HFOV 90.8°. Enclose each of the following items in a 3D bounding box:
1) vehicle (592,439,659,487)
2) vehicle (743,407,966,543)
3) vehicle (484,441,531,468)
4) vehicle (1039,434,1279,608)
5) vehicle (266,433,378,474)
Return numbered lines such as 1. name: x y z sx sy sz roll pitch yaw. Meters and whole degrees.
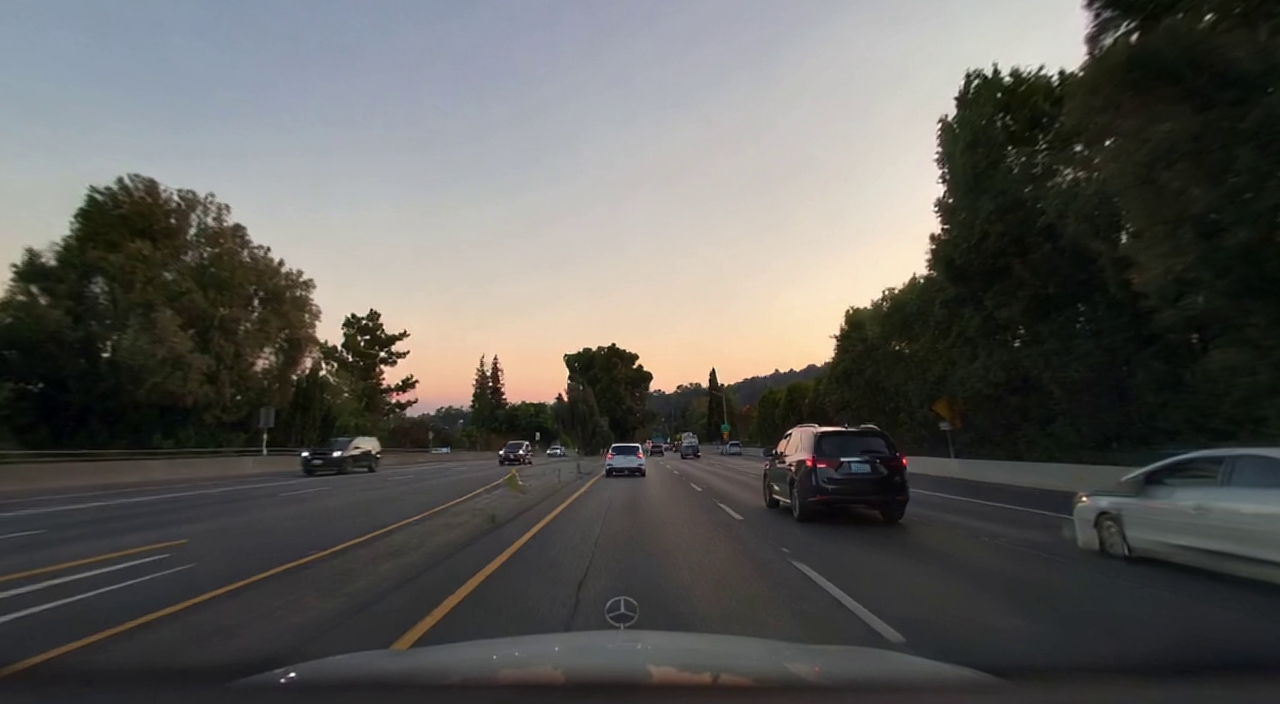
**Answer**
1. vehicle: -0.444 3.686 21.315 2.040 1.451 3.736 0 -8 0
2. vehicle: 3.311 2.015 10.985 2.186 1.842 4.553 0 -8 -1
3. vehicle: -8.101 6.303 38.996 2.011 1.536 4.411 0 -8 -1
4. vehicle: 6.662 1.545 6.123 2.434 1.467 4.726 0 -8 -1
5. vehicle: -18.335 5.898 36.991 3.156 2.185 6.457 0 -8 0
